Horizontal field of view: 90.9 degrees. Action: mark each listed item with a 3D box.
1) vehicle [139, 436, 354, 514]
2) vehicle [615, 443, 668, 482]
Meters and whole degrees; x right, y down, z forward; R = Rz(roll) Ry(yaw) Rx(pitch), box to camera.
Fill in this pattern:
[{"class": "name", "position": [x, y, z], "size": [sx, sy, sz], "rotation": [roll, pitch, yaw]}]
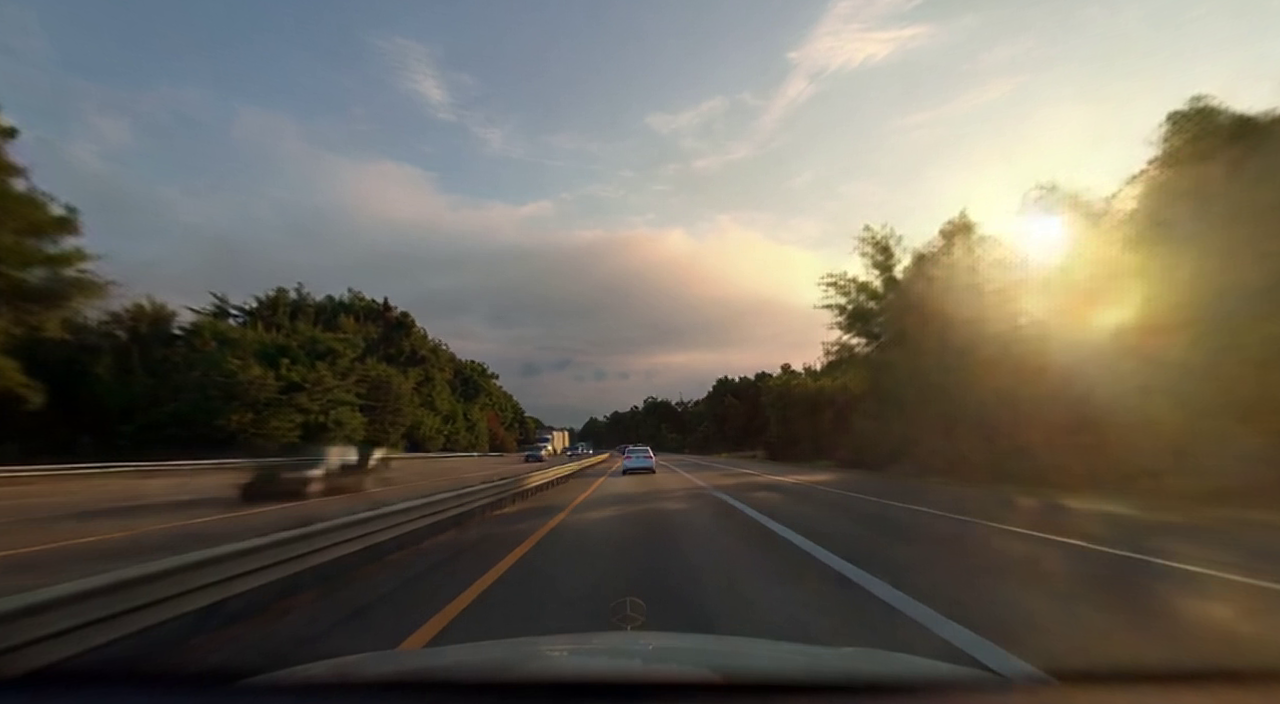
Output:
[{"class": "vehicle", "position": [-8.497, 2.680, 14.252], "size": [1.858, 1.456, 4.591], "rotation": [0, -9, 1]}, {"class": "vehicle", "position": [0.033, 4.713, 27.202], "size": [2.114, 1.523, 4.012], "rotation": [0, -9, 0]}]
